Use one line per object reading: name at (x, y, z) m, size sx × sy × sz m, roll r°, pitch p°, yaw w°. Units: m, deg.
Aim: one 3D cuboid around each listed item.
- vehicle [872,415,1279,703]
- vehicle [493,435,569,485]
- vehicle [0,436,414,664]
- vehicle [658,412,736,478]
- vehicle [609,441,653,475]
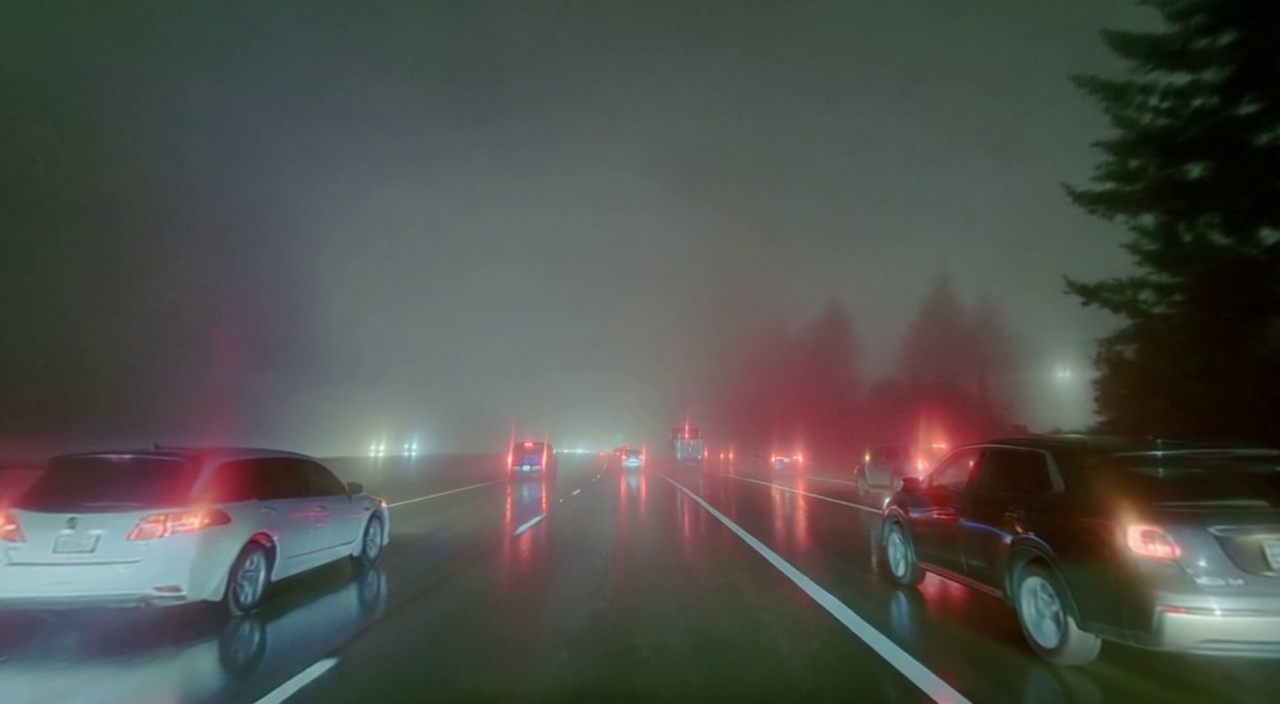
vehicle at (3.114, 1.183, 3.462) m, size 2.031 × 1.504 × 4.327 m, roll 0°, pitch -9°, yaw 0°
vehicle at (-4.235, 4.305, 25.345) m, size 2.176 × 1.783 × 4.799 m, roll 0°, pitch -9°, yaw 0°
vehicle at (-4.061, 1.584, 6.224) m, size 1.947 × 1.424 × 4.264 m, roll 0°, pitch -9°, yaw 2°
vehicle at (3.048, 5.606, 37.896) m, size 3.426 × 3.279 × 12.313 m, roll 0°, pitch -9°, yaw -1°
vehicle at (-0.483, 5.634, 33.693) m, size 2.235 × 1.682 × 4.094 m, roll 0°, pitch -9°, yaw -1°
